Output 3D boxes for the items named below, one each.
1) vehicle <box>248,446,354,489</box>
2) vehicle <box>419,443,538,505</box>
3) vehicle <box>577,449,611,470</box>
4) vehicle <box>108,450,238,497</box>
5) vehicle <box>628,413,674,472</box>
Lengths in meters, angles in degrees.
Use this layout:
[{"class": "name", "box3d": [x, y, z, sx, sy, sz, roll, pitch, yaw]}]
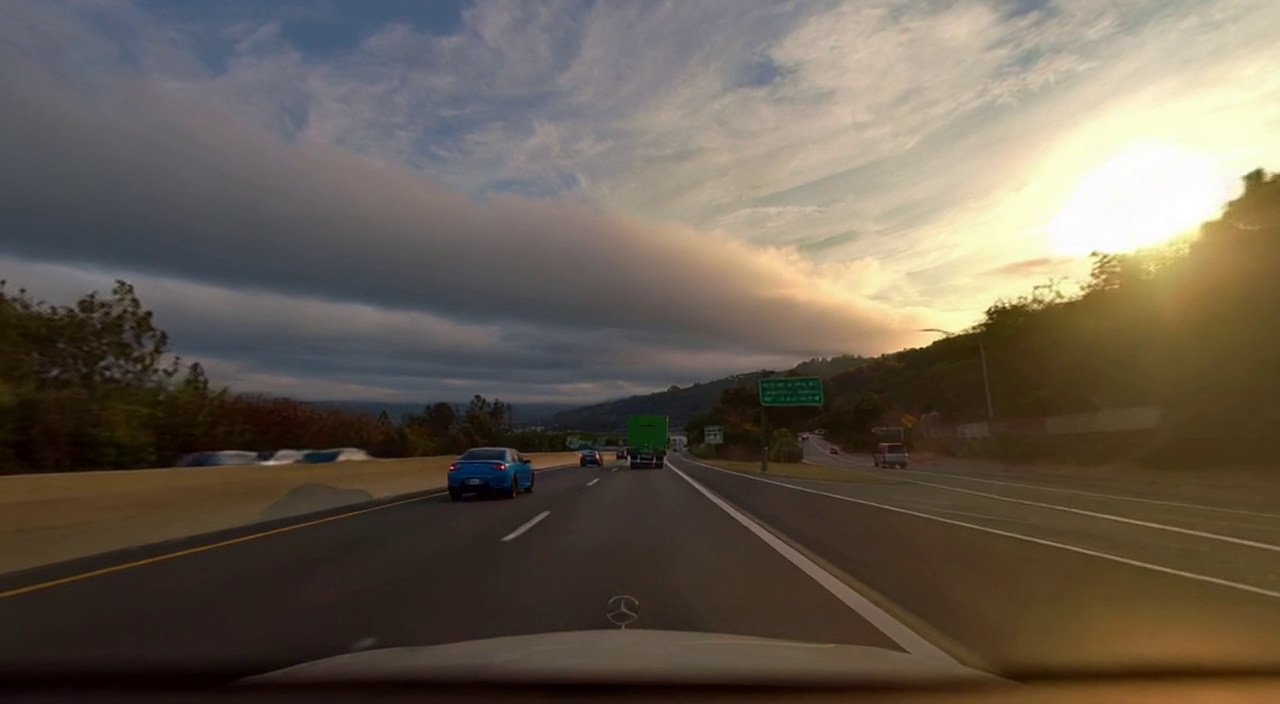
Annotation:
[{"class": "vehicle", "box3d": [-12.262, 4.185, 23.084, 1.741, 1.429, 3.684, 0, -9, 2]}, {"class": "vehicle", "box3d": [-4.198, 3.244, 17.205, 2.010, 1.461, 4.391, 0, -9, 1]}, {"class": "vehicle", "box3d": [-3.296, 7.785, 45.929, 1.981, 1.435, 4.199, 0, -9, 2]}, {"class": "vehicle", "box3d": [-16.000, 4.136, 21.844, 1.675, 1.459, 3.560, 0, -9, 1]}, {"class": "vehicle", "box3d": [0.744, 6.347, 43.885, 2.893, 3.628, 9.081, 0, -9, 1]}]
